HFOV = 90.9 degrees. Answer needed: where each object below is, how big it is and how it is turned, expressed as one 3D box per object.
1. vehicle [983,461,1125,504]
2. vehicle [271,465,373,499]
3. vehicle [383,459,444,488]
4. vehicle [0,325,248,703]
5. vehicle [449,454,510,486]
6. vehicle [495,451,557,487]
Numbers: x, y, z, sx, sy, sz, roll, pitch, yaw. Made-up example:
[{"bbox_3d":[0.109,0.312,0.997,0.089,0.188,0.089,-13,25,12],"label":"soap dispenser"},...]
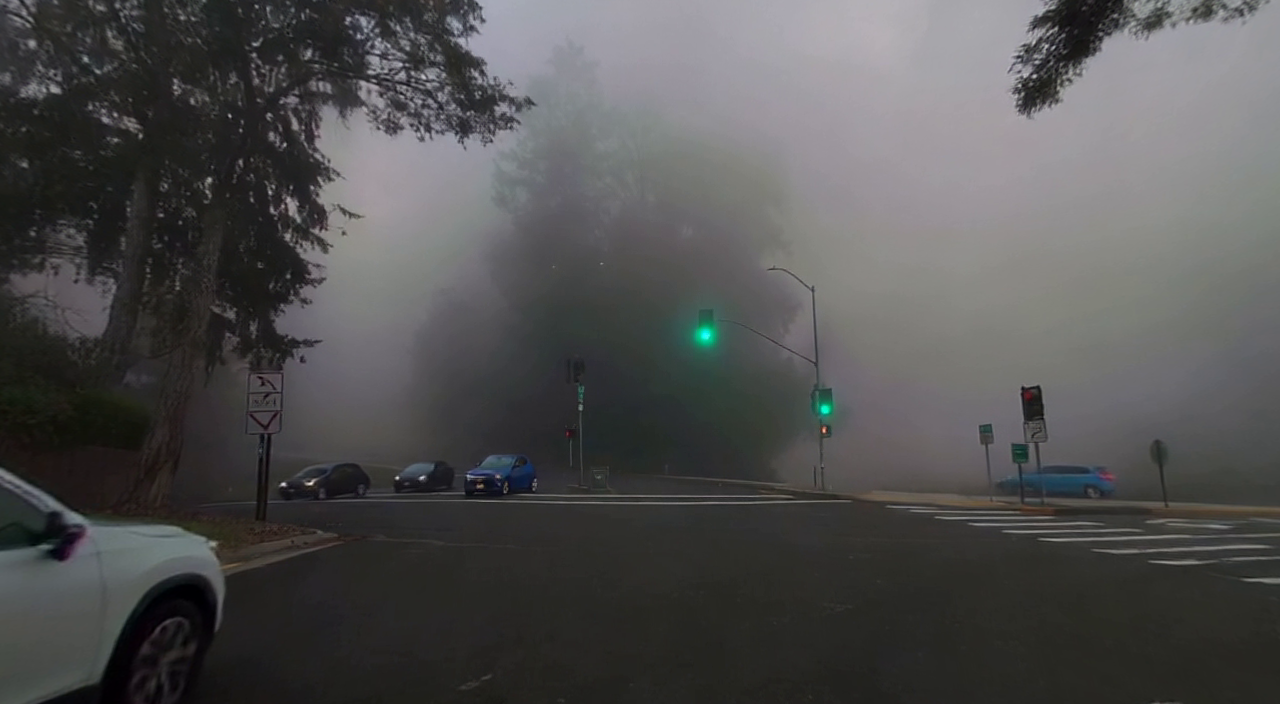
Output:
[{"bbox_3d":[17.385,5.467,26.752,4.571,1.621,2.113,-3,-9,20],"label":"vehicle"},{"bbox_3d":[-19.374,7.901,38.660,2.050,1.755,5.135,-7,-11,36],"label":"vehicle"},{"bbox_3d":[-16.706,8.951,46.798,2.111,1.925,4.507,-2,-9,13],"label":"vehicle"},{"bbox_3d":[-3.465,0.655,1.365,2.242,1.761,4.505,0,-8,1],"label":"vehicle"},{"bbox_3d":[-8.049,5.971,32.081,1.960,1.433,4.213,0,-8,1],"label":"vehicle"},{"bbox_3d":[-5.116,5.293,28.892,2.107,1.456,4.728,0,-8,-2],"label":"vehicle"}]
